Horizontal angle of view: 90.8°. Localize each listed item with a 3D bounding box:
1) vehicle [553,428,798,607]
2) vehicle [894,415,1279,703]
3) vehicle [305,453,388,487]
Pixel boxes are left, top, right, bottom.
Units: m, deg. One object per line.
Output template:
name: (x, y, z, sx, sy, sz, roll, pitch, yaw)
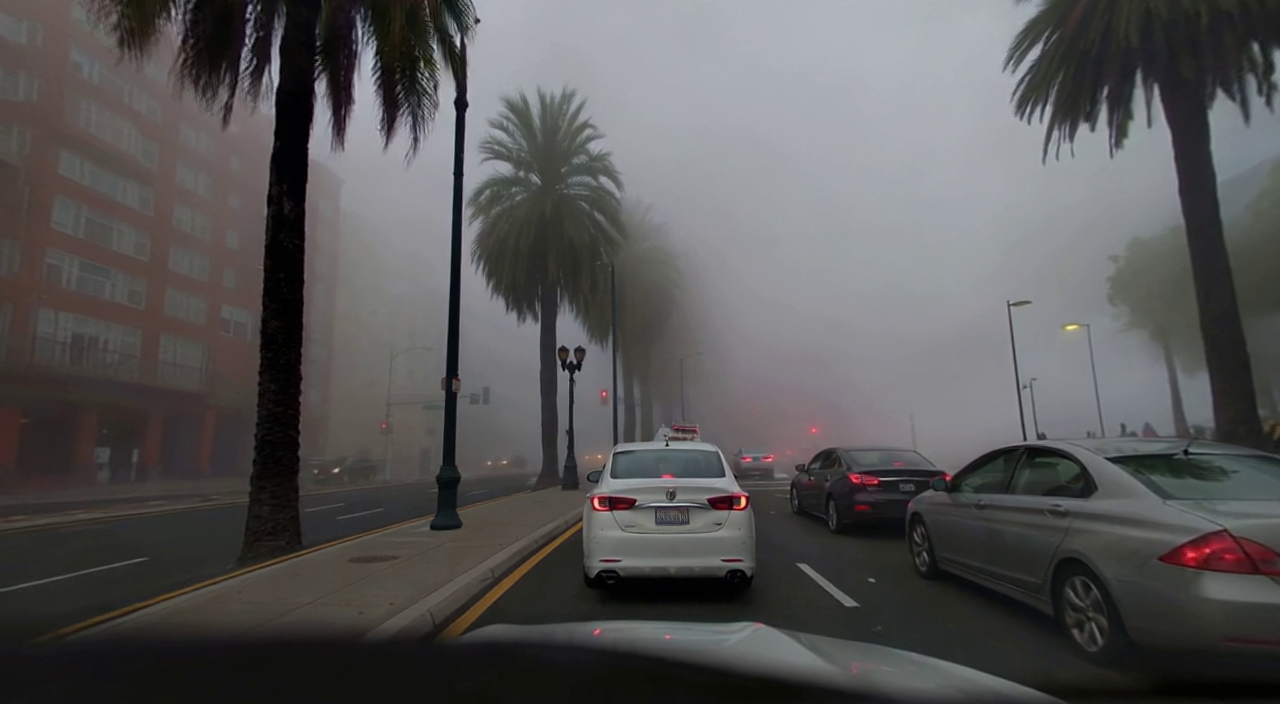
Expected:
vehicle: (0.337, 1.691, 7.281, 2.078, 1.503, 3.681, 0, -9, 1)
vehicle: (3.642, 1.297, 4.576, 1.913, 1.469, 4.425, -1, -9, 3)
vehicle: (-14.787, 5.954, 32.085, 1.801, 1.563, 4.015, -2, -9, 9)
